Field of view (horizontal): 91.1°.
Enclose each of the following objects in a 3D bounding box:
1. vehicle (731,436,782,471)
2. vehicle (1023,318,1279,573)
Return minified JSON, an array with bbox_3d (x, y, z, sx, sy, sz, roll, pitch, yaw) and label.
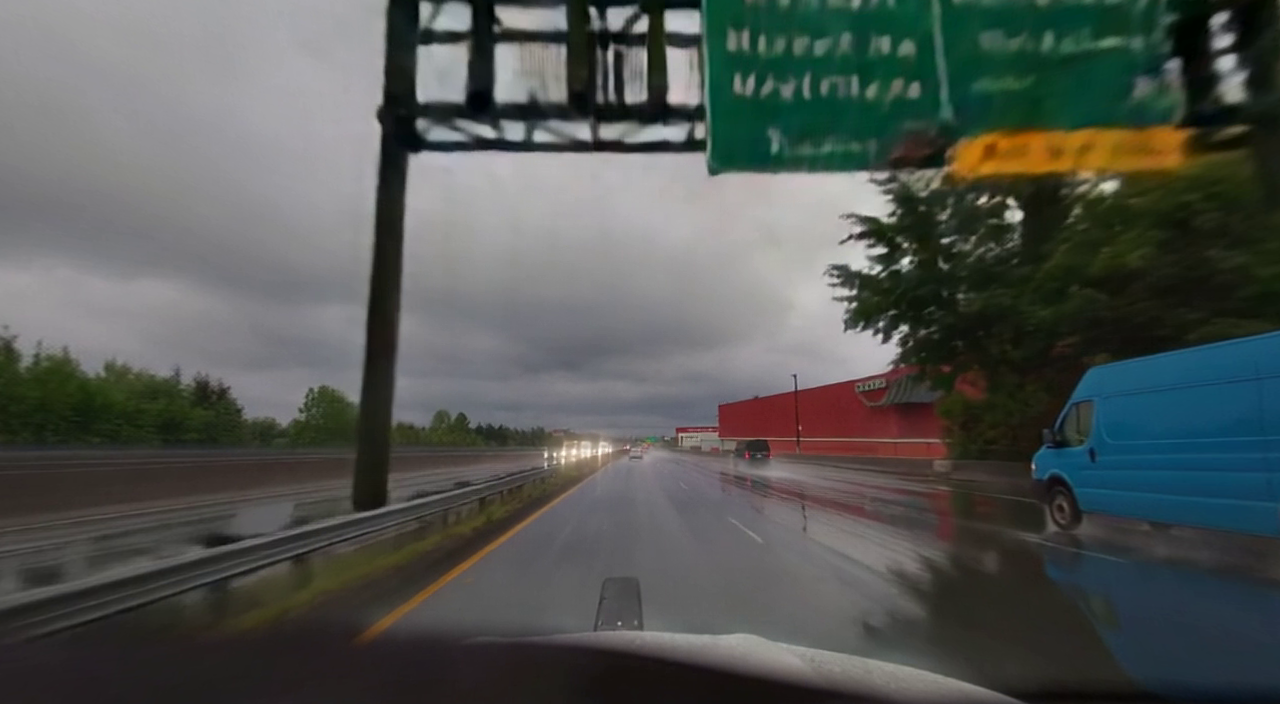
[{"bbox_3d":[7.072,6.236,38.733,2.156,1.943,5.010,0,-9,-1],"label":"vehicle"},{"bbox_3d":[7.799,1.137,7.660,2.283,2.631,6.053,0,-9,-1],"label":"vehicle"}]
